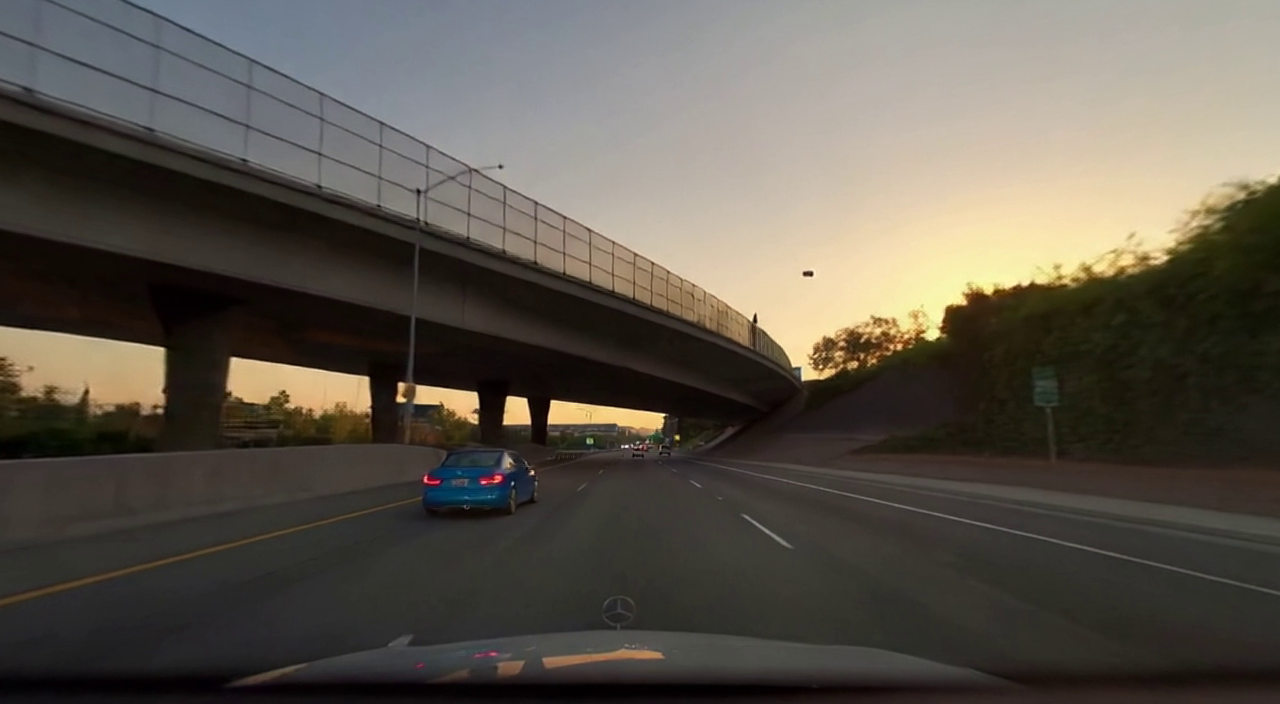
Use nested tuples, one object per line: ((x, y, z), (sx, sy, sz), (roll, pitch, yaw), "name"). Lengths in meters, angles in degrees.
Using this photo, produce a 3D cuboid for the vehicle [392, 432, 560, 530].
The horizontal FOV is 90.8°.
((-2.938, 2.437, 12.518), (2.029, 1.557, 4.570), (0, -9, 1), "vehicle")
